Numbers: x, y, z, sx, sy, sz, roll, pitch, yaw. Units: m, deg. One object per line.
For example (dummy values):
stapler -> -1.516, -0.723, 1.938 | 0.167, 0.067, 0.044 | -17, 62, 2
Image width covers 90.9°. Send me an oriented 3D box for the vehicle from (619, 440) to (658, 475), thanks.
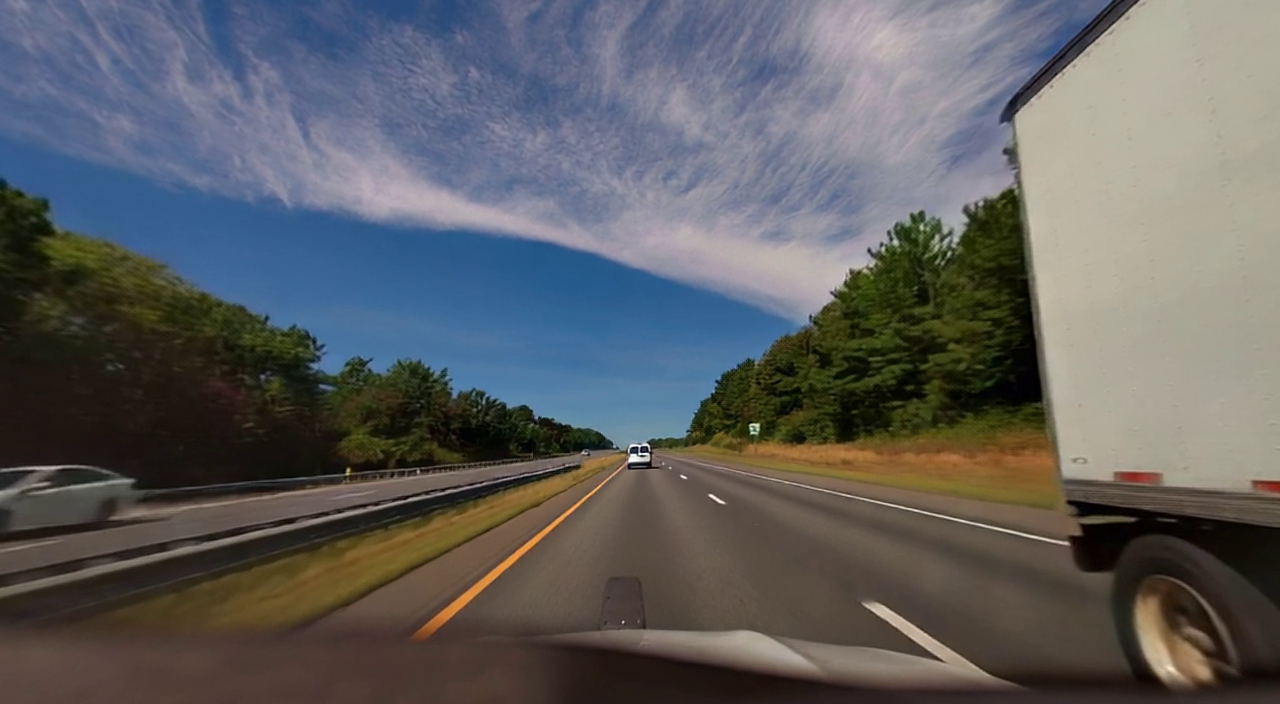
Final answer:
vehicle -> -0.080, 6.078, 36.482 | 2.105, 1.865, 4.102 | 0, -9, 0
